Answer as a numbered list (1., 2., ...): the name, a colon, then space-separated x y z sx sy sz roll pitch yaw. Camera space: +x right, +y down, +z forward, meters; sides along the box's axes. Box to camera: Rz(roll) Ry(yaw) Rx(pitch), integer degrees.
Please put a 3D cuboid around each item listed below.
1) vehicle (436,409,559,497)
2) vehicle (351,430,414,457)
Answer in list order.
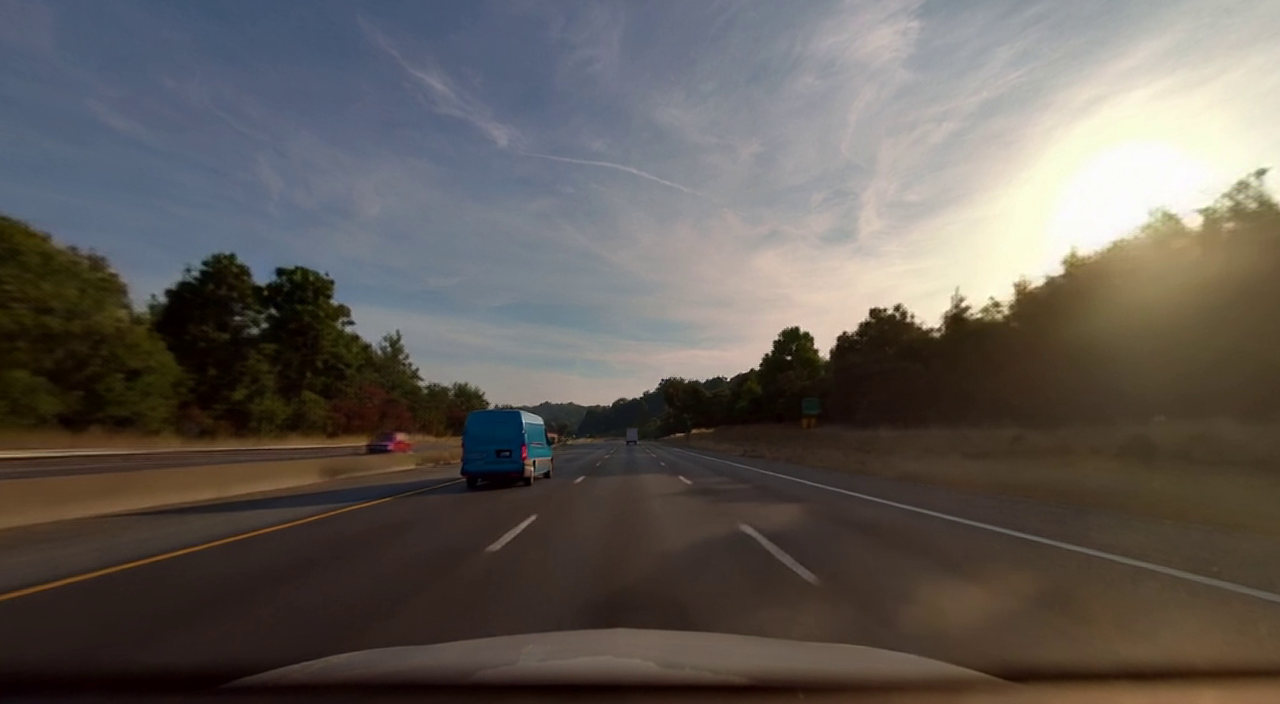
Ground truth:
1. vehicle: -3.615 2.668 17.053 2.297 2.011 4.736 0 -8 -1
2. vehicle: -16.300 5.826 40.183 2.196 1.632 4.565 0 -8 -1
